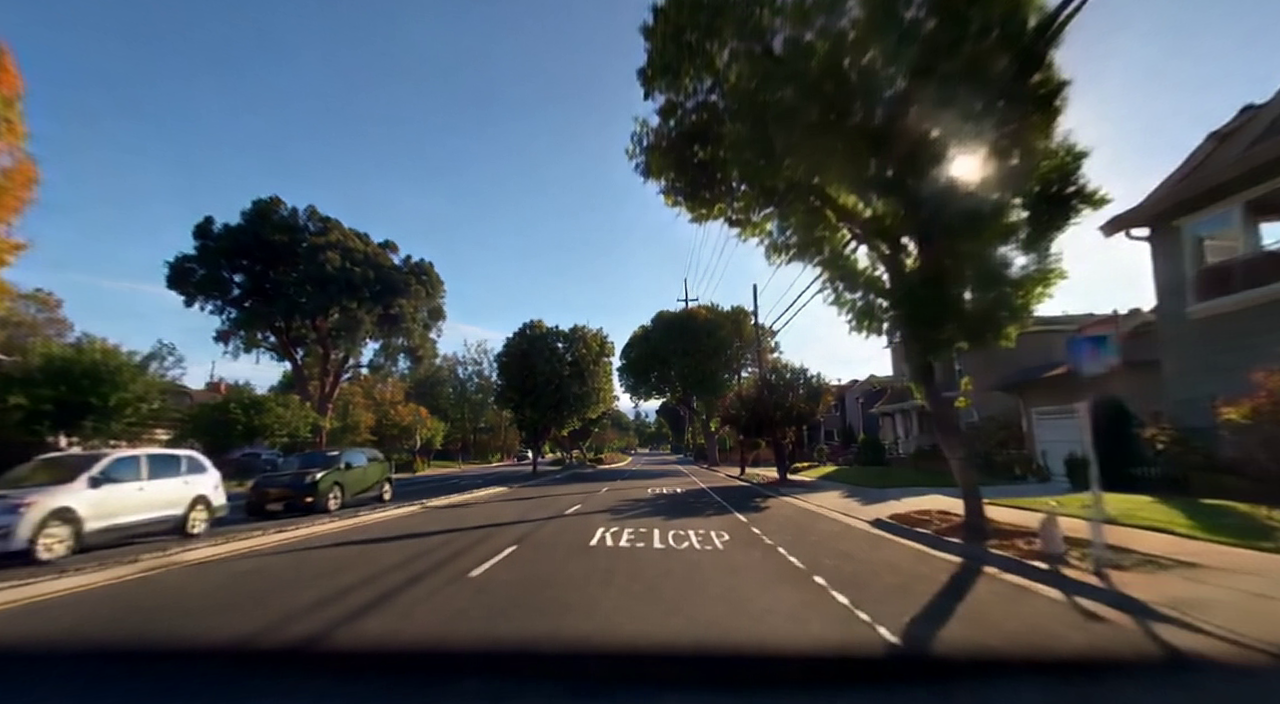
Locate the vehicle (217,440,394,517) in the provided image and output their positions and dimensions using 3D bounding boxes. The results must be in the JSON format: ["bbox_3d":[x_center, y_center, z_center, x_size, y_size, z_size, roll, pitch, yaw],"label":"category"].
[{"bbox_3d":[-8.751,3.316,17.148,2.084,1.741,4.737,-2,-9,2],"label":"vehicle"}]

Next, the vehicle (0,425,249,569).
[{"bbox_3d":[-8.823,2.175,9.988,2.075,1.733,4.947,-3,-9,0],"label":"vehicle"}]
